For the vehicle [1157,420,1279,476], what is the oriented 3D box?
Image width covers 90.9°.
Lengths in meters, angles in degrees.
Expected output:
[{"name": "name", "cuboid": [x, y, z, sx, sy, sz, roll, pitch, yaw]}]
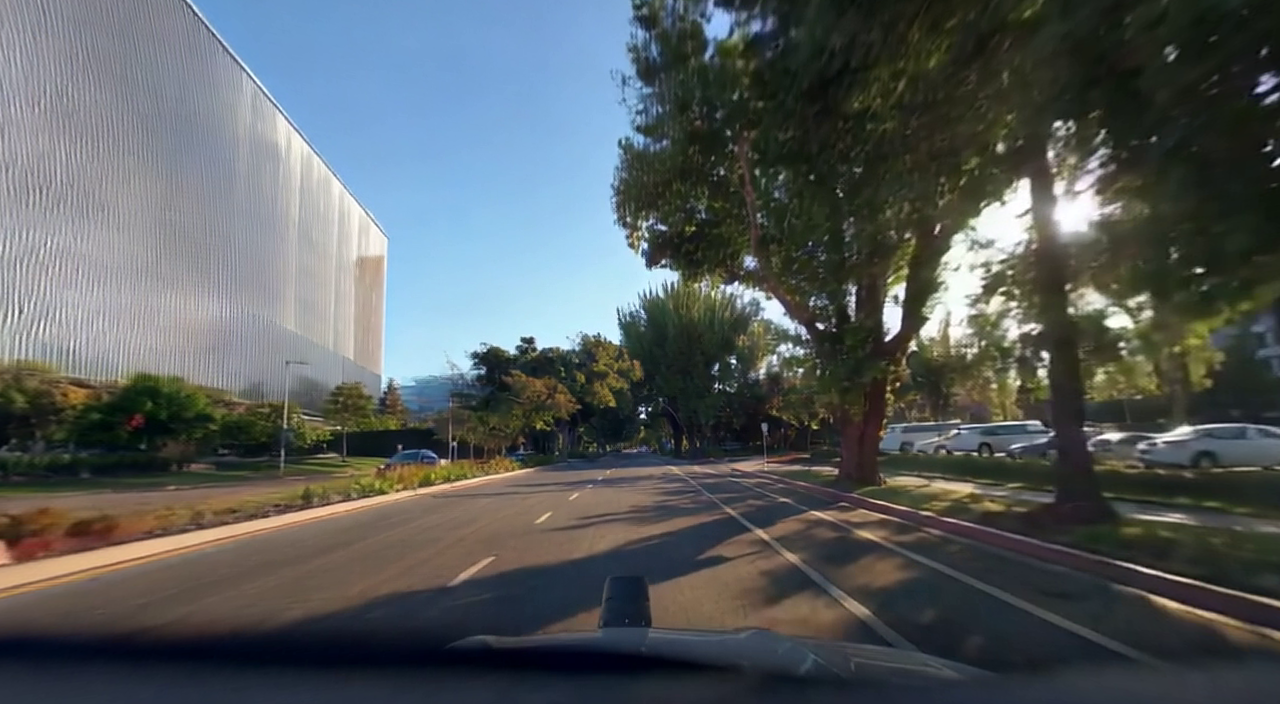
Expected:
[{"name": "vehicle", "cuboid": [16.094, 2.499, 16.647, 3.313, 1.368, 1.690, -1, -7, 1]}]

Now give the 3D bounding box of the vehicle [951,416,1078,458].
[{"name": "vehicle", "cuboid": [15.389, 3.507, 26.042, 3.935, 1.487, 2.018, -2, -7, -2]}]

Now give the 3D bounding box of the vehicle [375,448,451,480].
[{"name": "vehicle", "cuboid": [-11.949, 5.916, 33.604, 2.128, 1.514, 4.784, -1, -9, 2]}]

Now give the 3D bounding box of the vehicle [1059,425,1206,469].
[{"name": "vehicle", "cuboid": [16.389, 3.180, 21.092, 3.410, 1.368, 1.789, 0, -9, -4]}]
